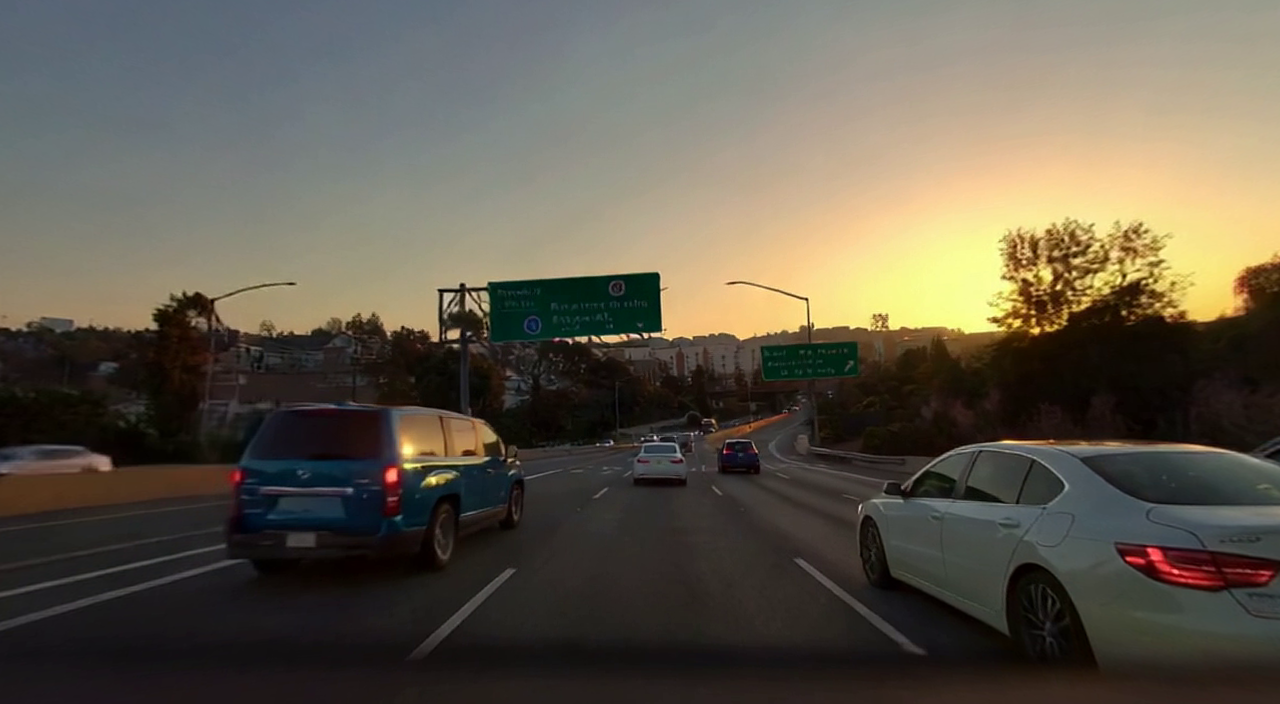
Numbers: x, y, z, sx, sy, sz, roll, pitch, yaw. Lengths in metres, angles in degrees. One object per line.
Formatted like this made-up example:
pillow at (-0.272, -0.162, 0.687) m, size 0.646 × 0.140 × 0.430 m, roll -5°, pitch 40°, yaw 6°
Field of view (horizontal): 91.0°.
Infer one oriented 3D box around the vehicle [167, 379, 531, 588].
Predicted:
vehicle at (-3.210, 1.649, 8.674) m, size 2.434 × 1.965 × 5.305 m, roll 0°, pitch -9°, yaw 0°

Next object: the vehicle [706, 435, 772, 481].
vehicle at (3.900, 4.246, 25.477) m, size 2.076 × 1.684 × 4.241 m, roll 0°, pitch -9°, yaw 2°

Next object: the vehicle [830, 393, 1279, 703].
vehicle at (3.028, 1.224, 4.305) m, size 2.009 × 1.489 × 4.559 m, roll 0°, pitch -9°, yaw 0°

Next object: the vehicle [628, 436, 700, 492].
vehicle at (0.737, 3.553, 20.317) m, size 2.074 × 1.614 × 3.803 m, roll 0°, pitch -9°, yaw 1°
